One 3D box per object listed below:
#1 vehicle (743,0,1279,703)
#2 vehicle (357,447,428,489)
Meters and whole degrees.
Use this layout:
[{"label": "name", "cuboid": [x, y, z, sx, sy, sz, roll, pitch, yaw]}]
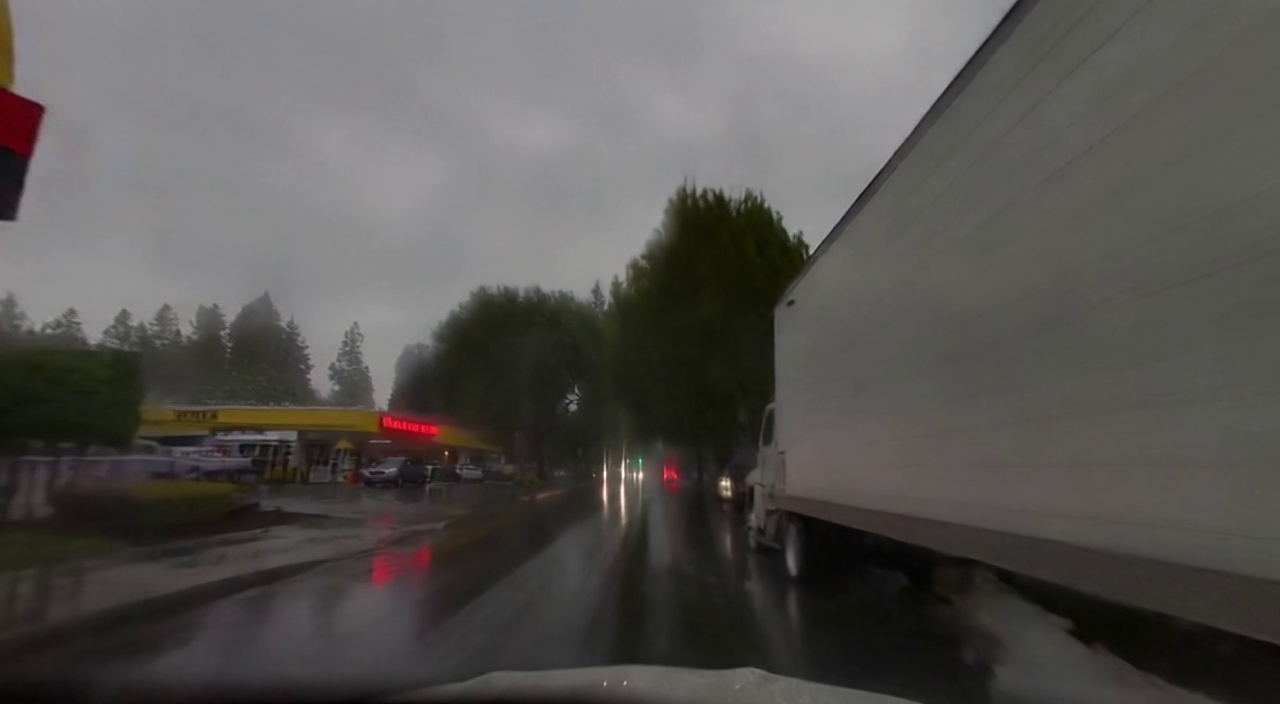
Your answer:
[{"label": "vehicle", "cuboid": [3.428, 0.236, 4.483, 2.990, 4.098, 13.928, 1, -10, 0]}, {"label": "vehicle", "cuboid": [-12.731, 5.949, 32.682, 2.062, 1.889, 4.115, 2, -7, -2]}]
